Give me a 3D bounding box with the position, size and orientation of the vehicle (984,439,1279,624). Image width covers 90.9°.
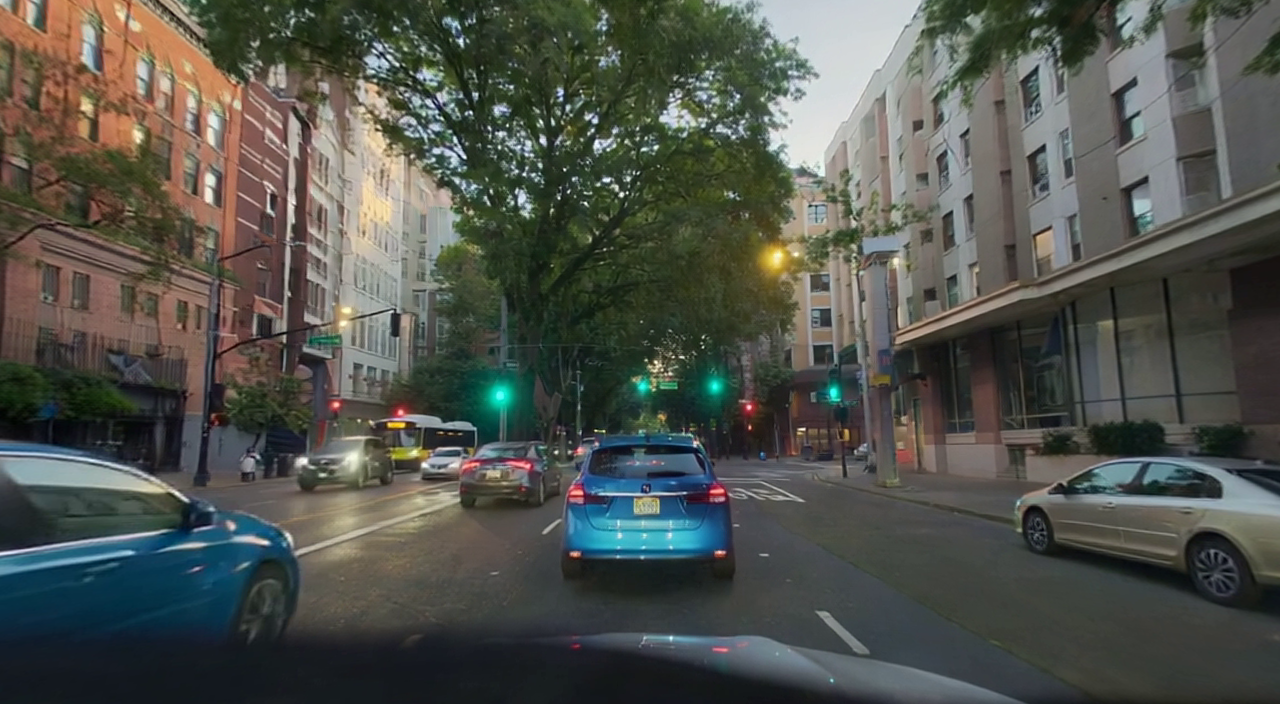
[{"bbox_3d":[6.000,1.708,6.906,1.873,1.453,4.579,0,-9,0],"label":"vehicle"}]

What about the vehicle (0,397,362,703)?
[{"bbox_3d":[-3.090,0.966,2.468,1.970,1.492,4.534,0,-9,-1],"label":"vehicle"}]

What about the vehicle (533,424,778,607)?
[{"bbox_3d":[0.106,1.623,7.061,2.022,1.481,3.564,0,-9,-1],"label":"vehicle"}]

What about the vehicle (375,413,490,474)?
[{"bbox_3d":[-13.007,6.034,41.396,3.071,3.337,13.201,0,-9,0],"label":"vehicle"}]

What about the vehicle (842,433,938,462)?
[{"bbox_3d":[16.395,6.266,41.511,5.345,1.811,2.175,0,-9,-1],"label":"vehicle"}]

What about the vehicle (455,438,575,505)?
[{"bbox_3d":[-3.010,2.982,16.175,2.131,1.486,4.089,0,-9,2],"label":"vehicle"}]
